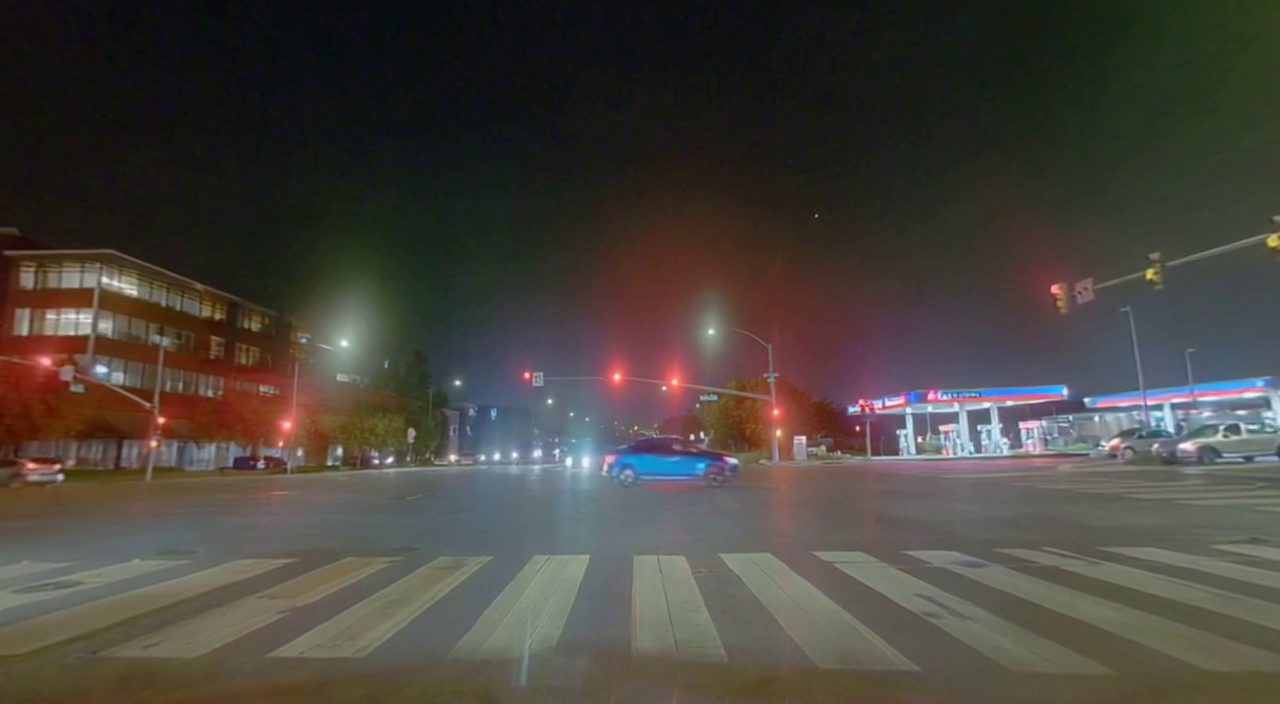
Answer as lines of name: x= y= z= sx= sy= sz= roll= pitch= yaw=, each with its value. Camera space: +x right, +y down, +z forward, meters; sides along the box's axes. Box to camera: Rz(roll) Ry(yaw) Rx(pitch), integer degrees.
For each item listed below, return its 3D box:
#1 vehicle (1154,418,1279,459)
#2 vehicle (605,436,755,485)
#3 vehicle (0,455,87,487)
vehicle: x=22.824 y=3.295 z=23.964 sx=4.696 sy=1.483 sz=1.898 roll=-1 pitch=-8 yaw=3
vehicle: x=1.237 y=3.419 z=19.917 sx=4.488 sy=1.463 sz=1.888 roll=-1 pitch=-8 yaw=4
vehicle: x=-39.288 y=7.567 z=40.237 sx=5.789 sy=1.893 sz=2.169 roll=-1 pitch=-8 yaw=3
